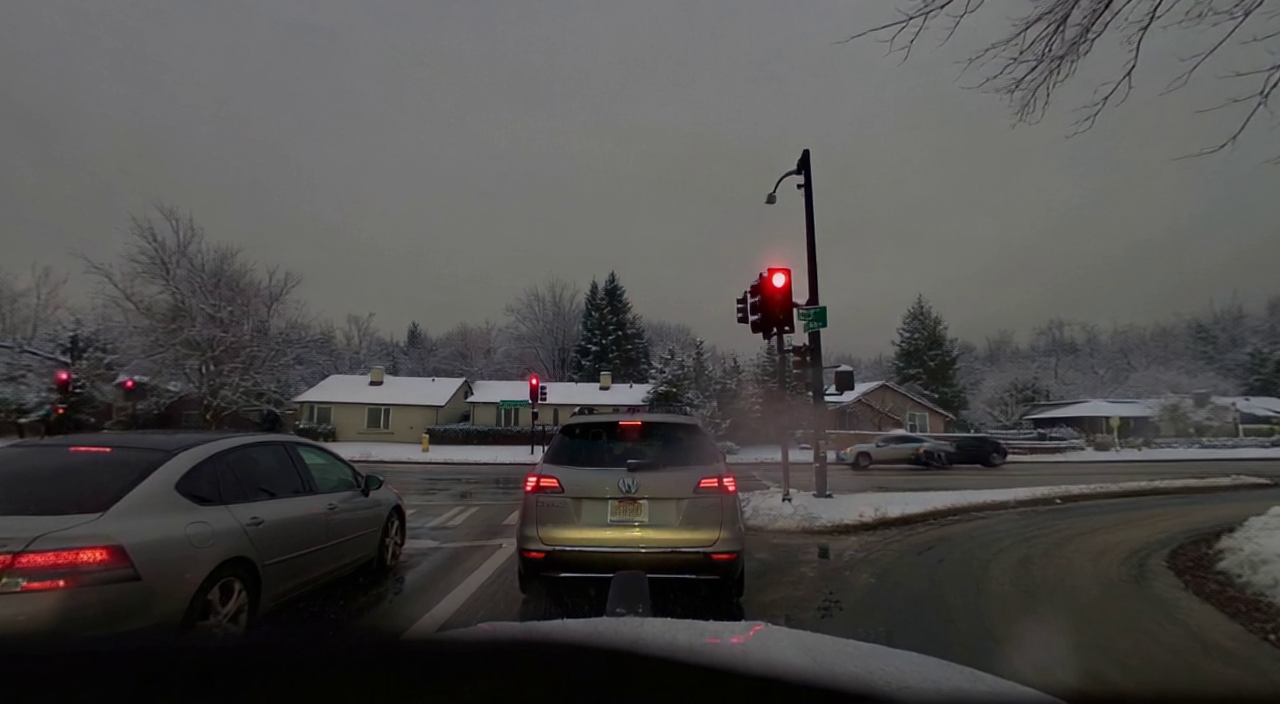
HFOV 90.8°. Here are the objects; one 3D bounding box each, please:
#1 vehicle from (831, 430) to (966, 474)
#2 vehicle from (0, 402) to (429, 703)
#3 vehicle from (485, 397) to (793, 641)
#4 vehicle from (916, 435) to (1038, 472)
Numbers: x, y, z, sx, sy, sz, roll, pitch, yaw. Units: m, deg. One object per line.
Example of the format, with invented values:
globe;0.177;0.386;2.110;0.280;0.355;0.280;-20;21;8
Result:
vehicle;10.898;4.250;26.981;4.887;1.769;2.035;-1;-9;6
vehicle;-3.299;1.273;4.710;2.035;1.492;4.415;0;-9;-2
vehicle;-0.146;1.472;6.563;2.154;1.670;4.140;1;-9;-4
vehicle;15.821;4.786;29.882;4.639;1.621;1.867;-1;-9;6
